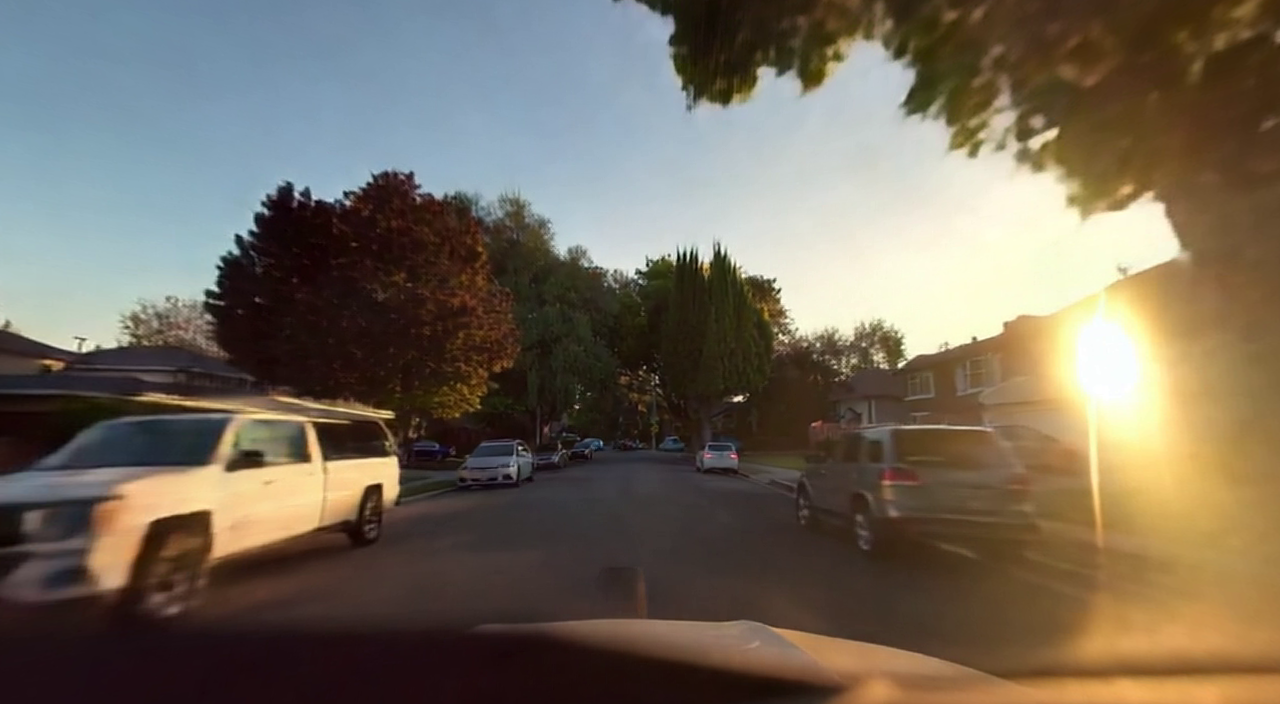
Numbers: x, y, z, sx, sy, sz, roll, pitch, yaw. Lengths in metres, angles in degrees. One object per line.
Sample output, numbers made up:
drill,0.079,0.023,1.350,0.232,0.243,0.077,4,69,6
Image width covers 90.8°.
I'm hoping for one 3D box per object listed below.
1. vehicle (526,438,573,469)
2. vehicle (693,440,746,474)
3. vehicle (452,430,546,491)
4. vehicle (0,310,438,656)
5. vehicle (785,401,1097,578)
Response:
vehicle,-5.042,5.706,35.769,1.887,1.660,4.312,0,-8,1
vehicle,3.668,4.912,29.864,1.945,1.495,3.983,0,-8,0
vehicle,-4.743,3.660,22.076,2.140,1.815,4.926,0,-7,0
vehicle,-4.779,1.300,7.789,2.476,2.434,6.543,-1,-7,0
vehicle,3.578,1.718,8.673,2.082,1.790,4.330,0,-8,-1
